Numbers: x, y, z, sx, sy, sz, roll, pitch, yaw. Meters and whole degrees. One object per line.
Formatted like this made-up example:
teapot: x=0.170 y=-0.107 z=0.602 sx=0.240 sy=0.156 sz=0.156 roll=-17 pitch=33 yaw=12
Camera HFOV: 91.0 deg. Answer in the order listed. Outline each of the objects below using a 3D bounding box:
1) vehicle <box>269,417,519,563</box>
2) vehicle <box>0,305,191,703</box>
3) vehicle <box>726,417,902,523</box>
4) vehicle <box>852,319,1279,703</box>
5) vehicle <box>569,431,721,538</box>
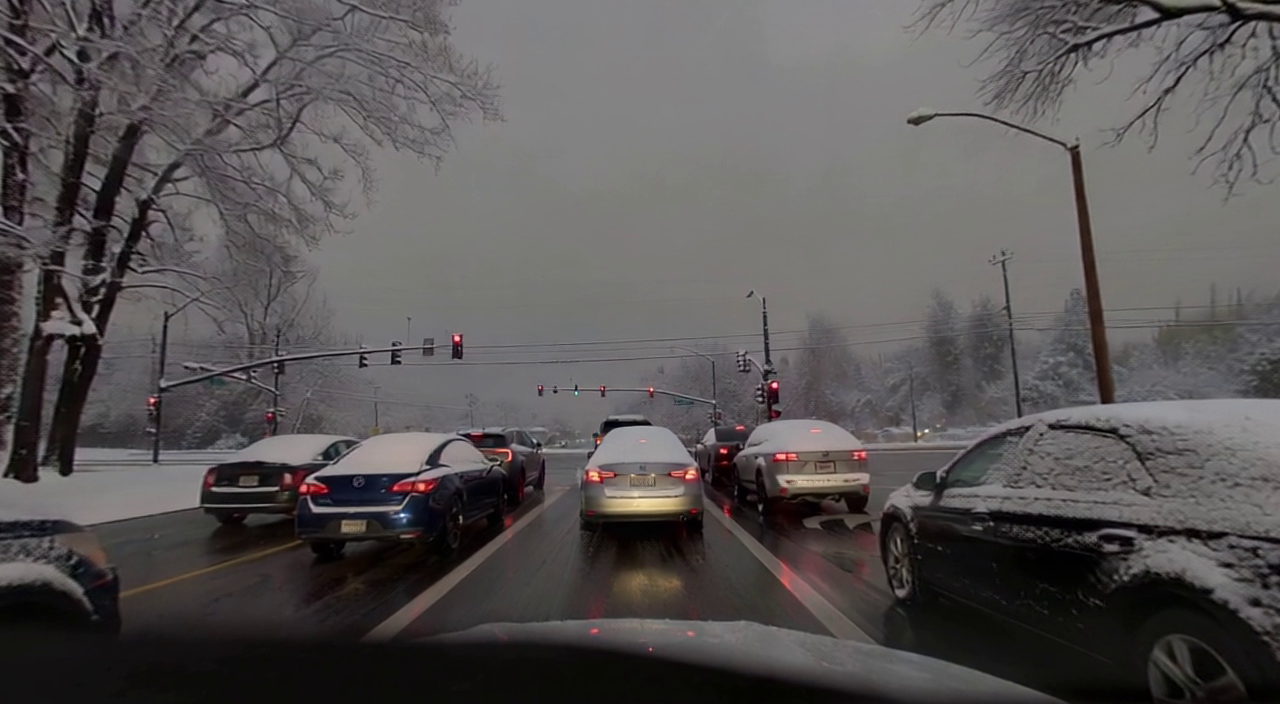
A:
vehicle: x=-3.065 y=1.805 z=9.008 sx=1.896 sy=1.546 sz=4.378 roll=0 pitch=-8 yaw=-2
vehicle: x=-3.203 y=0.506 z=0.706 sx=2.079 sy=1.756 sz=4.676 roll=0 pitch=-8 yaw=-3
vehicle: x=3.068 y=2.187 z=12.146 sx=2.106 sy=1.667 sz=4.101 roll=0 pitch=-8 yaw=-1
vehicle: x=3.148 y=0.996 z=3.855 sx=2.074 sy=1.685 sz=4.387 roll=0 pitch=-8 yaw=-1
vehicle: x=-0.004 y=2.090 z=10.541 sx=2.076 sy=1.438 sz=3.770 roll=0 pitch=-8 yaw=-2
